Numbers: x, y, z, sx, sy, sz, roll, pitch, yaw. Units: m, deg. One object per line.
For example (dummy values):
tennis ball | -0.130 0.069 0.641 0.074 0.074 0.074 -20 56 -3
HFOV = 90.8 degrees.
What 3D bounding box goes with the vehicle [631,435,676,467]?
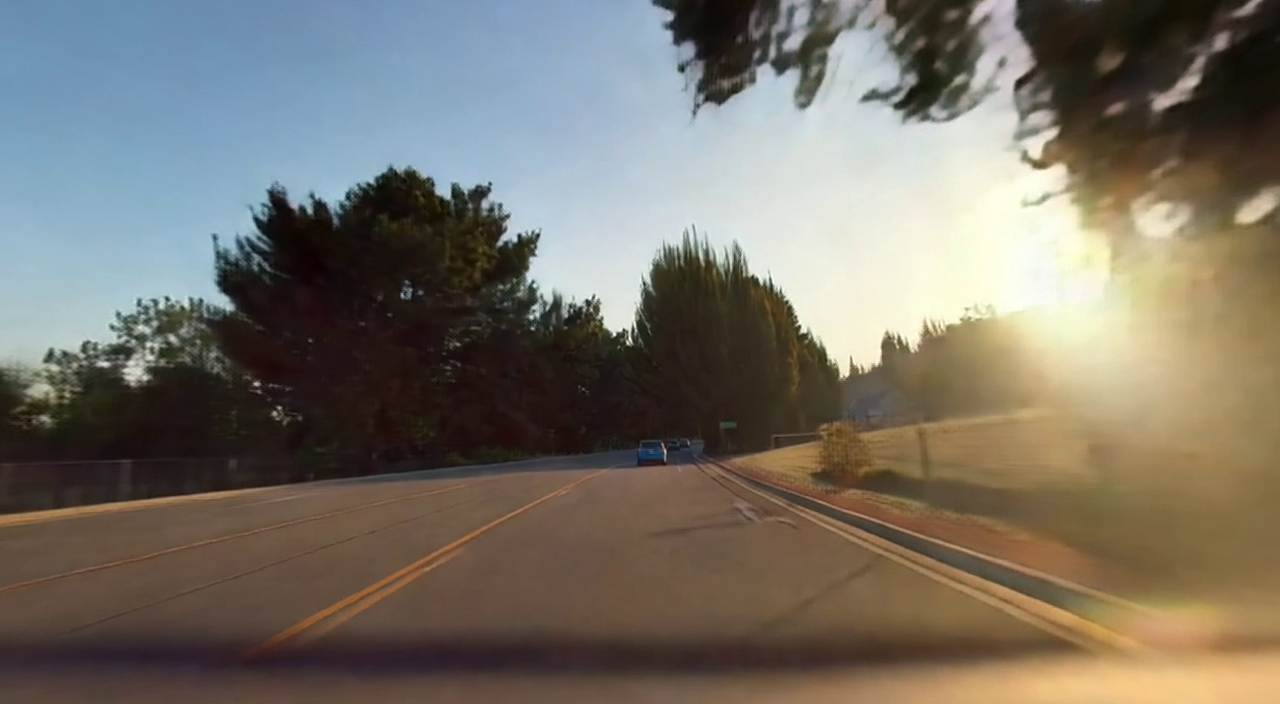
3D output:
vehicle | 0.816 5.592 35.712 2.294 1.708 4.110 -1 -9 4
